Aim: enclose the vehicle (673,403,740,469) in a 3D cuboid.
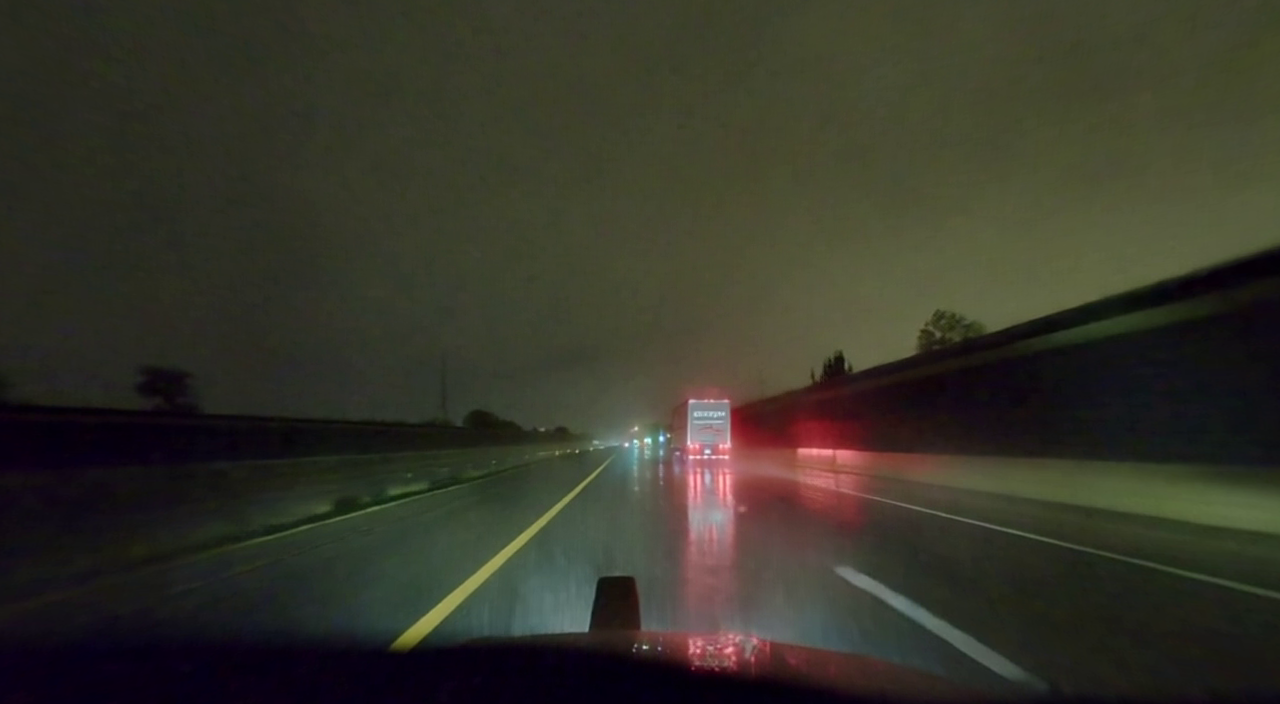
[{"bbox_3d":[3.431,4.608,34.445,2.702,3.193,7.196,-1,-8,-1],"label":"vehicle"}]
